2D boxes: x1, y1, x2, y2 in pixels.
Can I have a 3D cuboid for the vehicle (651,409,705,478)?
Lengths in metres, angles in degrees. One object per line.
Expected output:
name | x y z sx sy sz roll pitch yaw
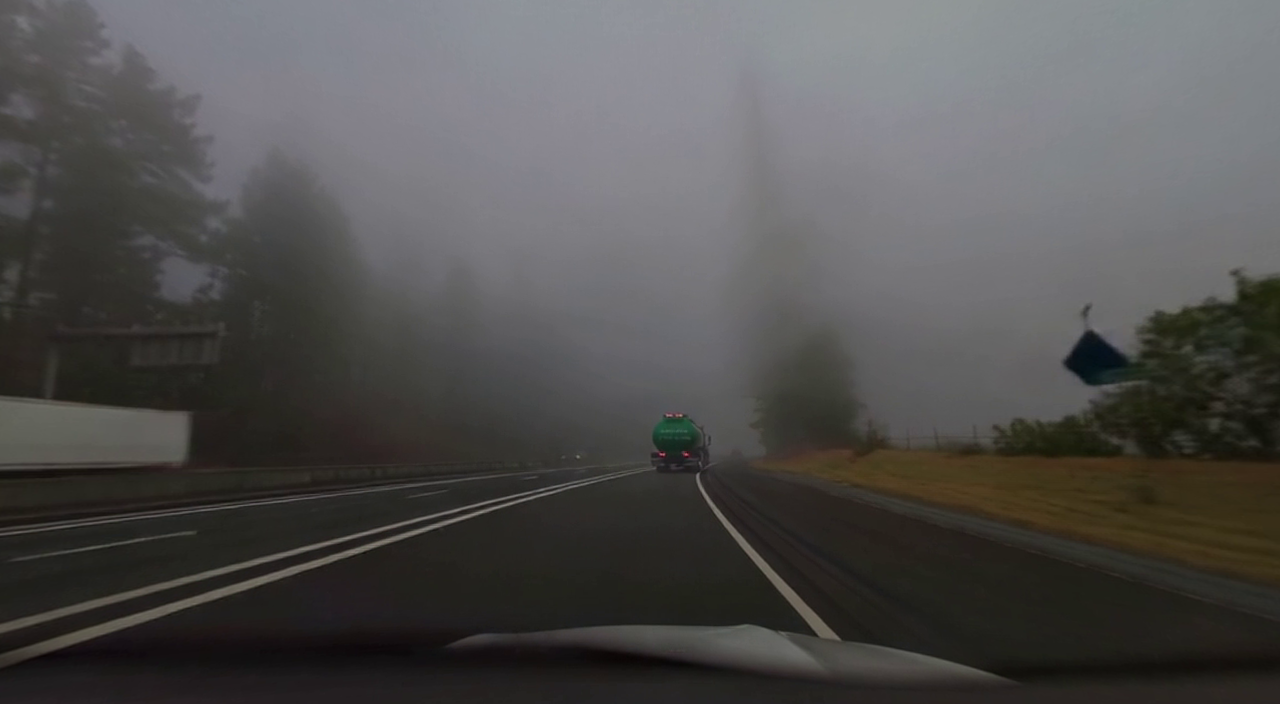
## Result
vehicle | 2.782 6.026 41.594 2.907 3.747 13.318 -1 -8 6

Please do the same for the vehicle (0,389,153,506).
vehicle | -18.753 2.475 16.345 2.850 3.134 10.723 -1 -8 6
